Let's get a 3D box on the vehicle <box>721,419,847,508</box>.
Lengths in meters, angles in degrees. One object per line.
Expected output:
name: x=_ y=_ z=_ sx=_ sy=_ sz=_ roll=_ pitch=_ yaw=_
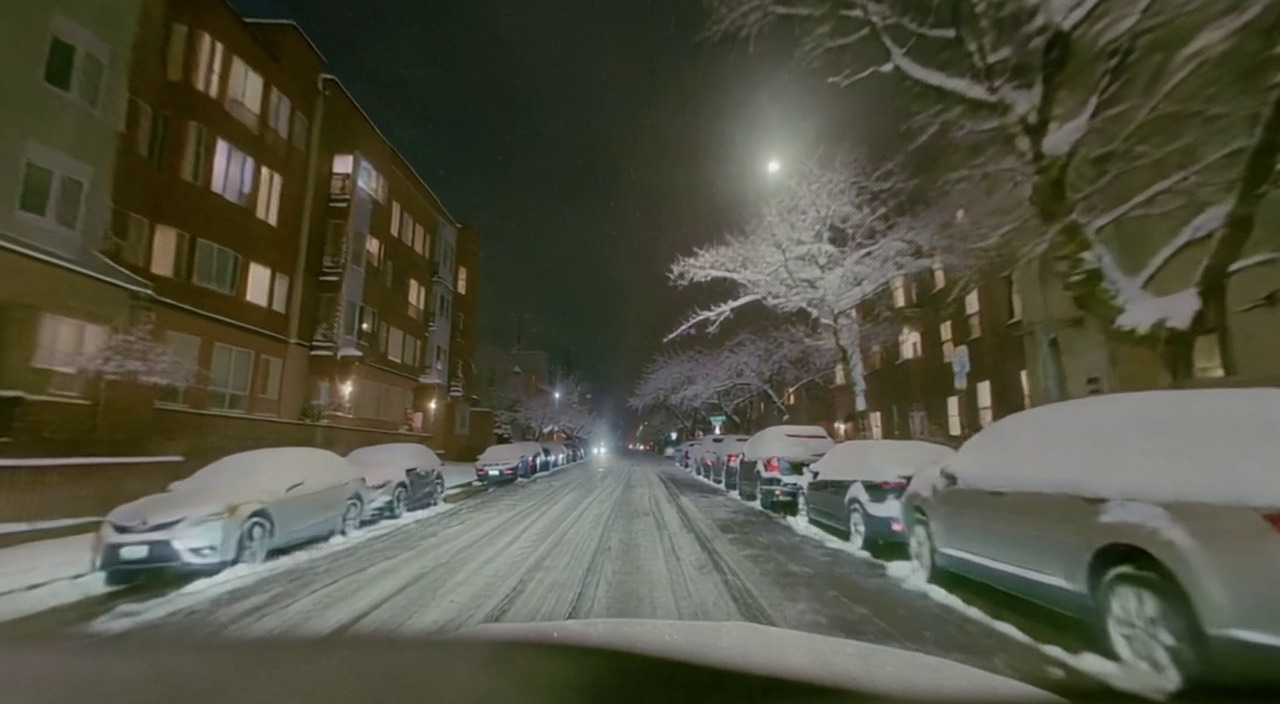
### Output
vehicle: x=3.301 y=2.684 z=15.608 sx=1.835 sy=1.809 sz=4.997 roll=0 pitch=-9 yaw=-1

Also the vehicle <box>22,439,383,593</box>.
vehicle: x=-5.269 y=1.969 z=8.584 sx=1.711 sy=1.500 sz=4.510 roll=0 pitch=-9 yaw=-1

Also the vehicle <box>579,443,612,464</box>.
vehicle: x=-3.296 y=7.624 z=47.532 sx=1.939 sy=1.504 sz=4.121 roll=-1 pitch=-9 yaw=3

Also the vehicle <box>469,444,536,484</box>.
vehicle: x=-5.517 y=4.516 z=25.889 sx=1.647 sy=1.481 sz=4.433 roll=0 pitch=-9 yaw=1

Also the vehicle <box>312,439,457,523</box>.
vehicle: x=-5.201 y=2.638 z=13.403 sx=1.628 sy=1.504 sz=3.500 roll=0 pitch=-9 yaw=-1

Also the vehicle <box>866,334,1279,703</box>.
vehicle: x=3.551 y=1.114 z=4.506 sx=1.912 sy=1.781 sz=5.159 roll=0 pitch=-9 yaw=0
